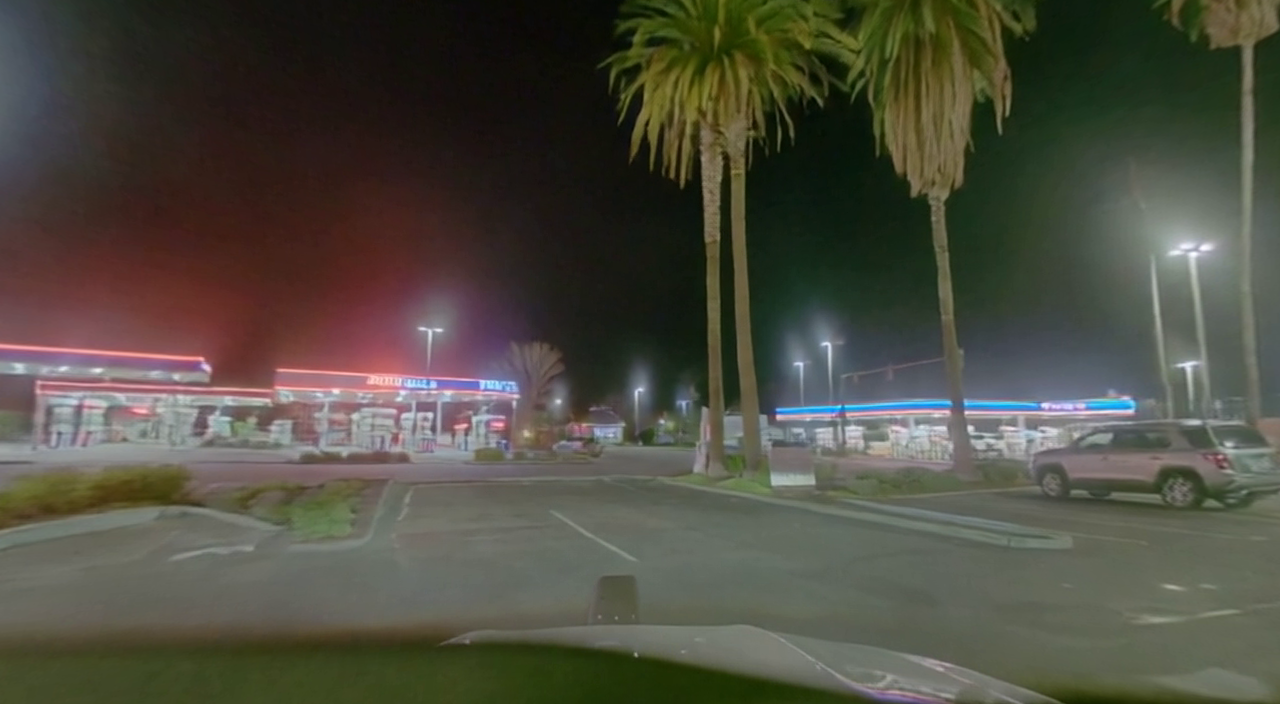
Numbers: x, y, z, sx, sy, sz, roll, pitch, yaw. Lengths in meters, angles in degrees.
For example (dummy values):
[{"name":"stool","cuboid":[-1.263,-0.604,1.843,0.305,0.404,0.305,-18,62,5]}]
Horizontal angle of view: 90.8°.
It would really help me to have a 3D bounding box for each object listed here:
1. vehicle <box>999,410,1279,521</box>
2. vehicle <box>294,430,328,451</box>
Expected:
[{"name":"vehicle","cuboid":[10.483,2.286,13.267,2.028,1.850,4.731,4,-9,-24]},{"name":"vehicle","cuboid":[-24.689,6.648,47.517,1.901,1.463,3.948,3,-9,-22]}]
